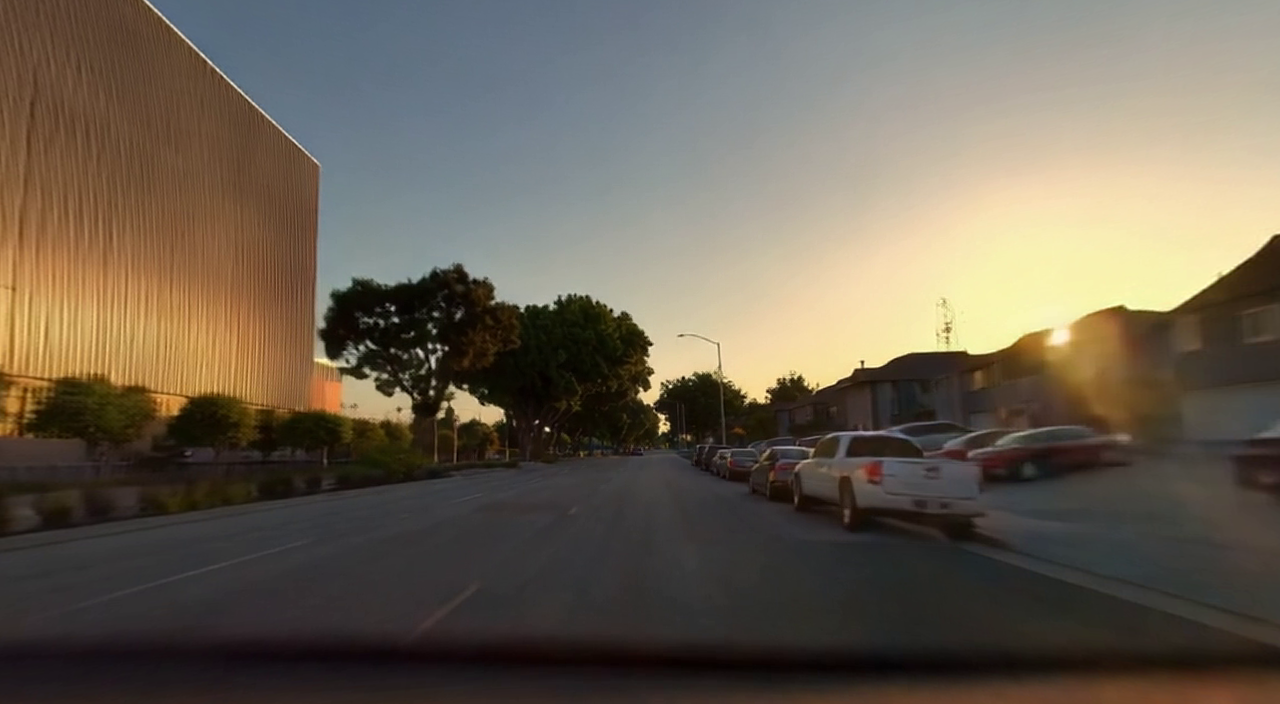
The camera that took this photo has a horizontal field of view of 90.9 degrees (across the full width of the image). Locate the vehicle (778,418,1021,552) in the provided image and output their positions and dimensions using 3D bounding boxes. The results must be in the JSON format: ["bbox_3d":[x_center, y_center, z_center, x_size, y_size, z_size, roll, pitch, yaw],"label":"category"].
[{"bbox_3d":[4.048,2.170,11.102,2.078,1.771,5.174,0,-8,0],"label":"vehicle"}]

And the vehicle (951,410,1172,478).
[{"bbox_3d":[12.055,2.692,18.373,4.778,1.520,2.020,-5,-9,7],"label":"vehicle"}]
